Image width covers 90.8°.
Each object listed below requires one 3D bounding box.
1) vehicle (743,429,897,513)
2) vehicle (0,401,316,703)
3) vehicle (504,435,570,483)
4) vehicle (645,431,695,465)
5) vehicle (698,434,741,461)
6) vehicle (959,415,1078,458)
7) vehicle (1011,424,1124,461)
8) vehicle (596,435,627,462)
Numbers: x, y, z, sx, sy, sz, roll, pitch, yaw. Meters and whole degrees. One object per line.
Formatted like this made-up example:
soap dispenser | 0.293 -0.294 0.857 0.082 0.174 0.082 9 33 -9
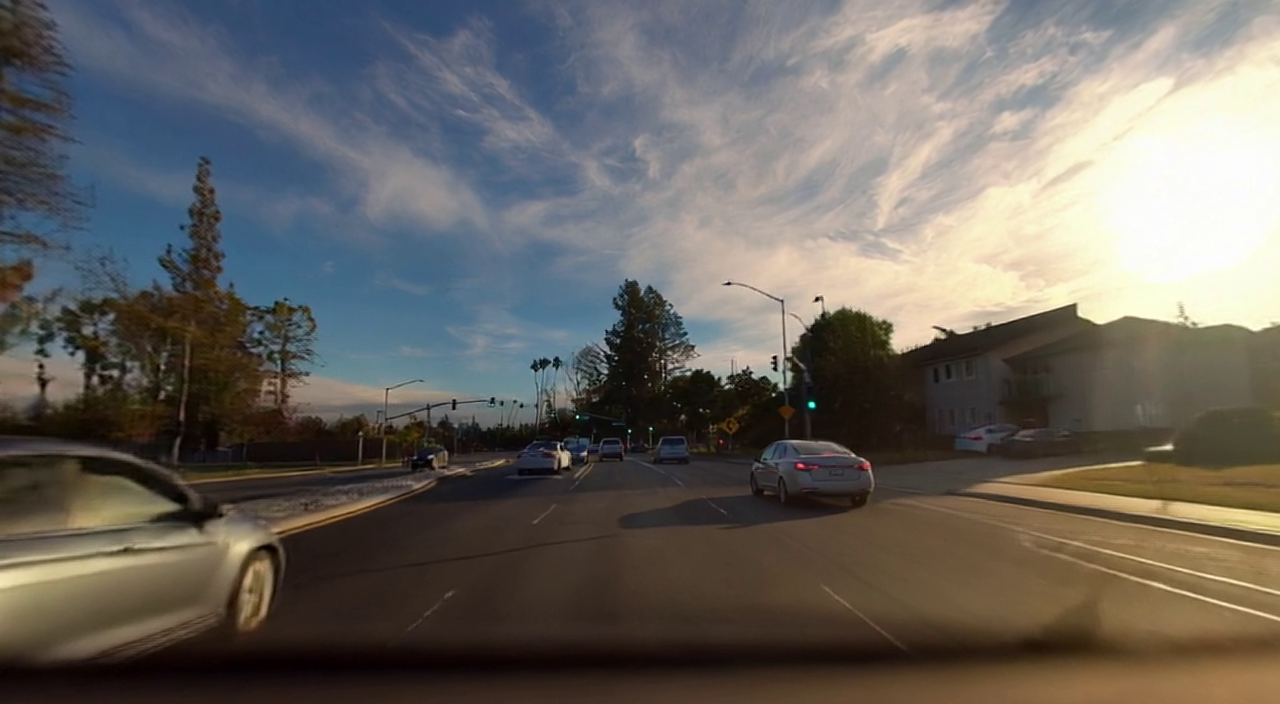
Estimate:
vehicle | 3.581 2.435 13.401 1.870 1.491 4.009 0 -8 -3
vehicle | -3.489 0.987 2.796 1.924 1.473 4.200 0 -8 -1
vehicle | -3.672 3.872 23.214 1.922 1.577 4.140 0 -8 -3
vehicle | 1.807 6.048 39.972 2.391 1.960 5.600 0 -8 -5
vehicle | 5.485 6.653 43.987 2.011 1.805 4.260 1 -9 -6
vehicle | 19.165 4.306 32.027 5.335 2.053 2.123 3 -9 -20
vehicle | 19.414 4.075 28.688 4.372 1.425 1.833 0 -8 -18
vehicle | -2.214 7.303 47.850 2.164 1.867 4.254 0 -8 -6
